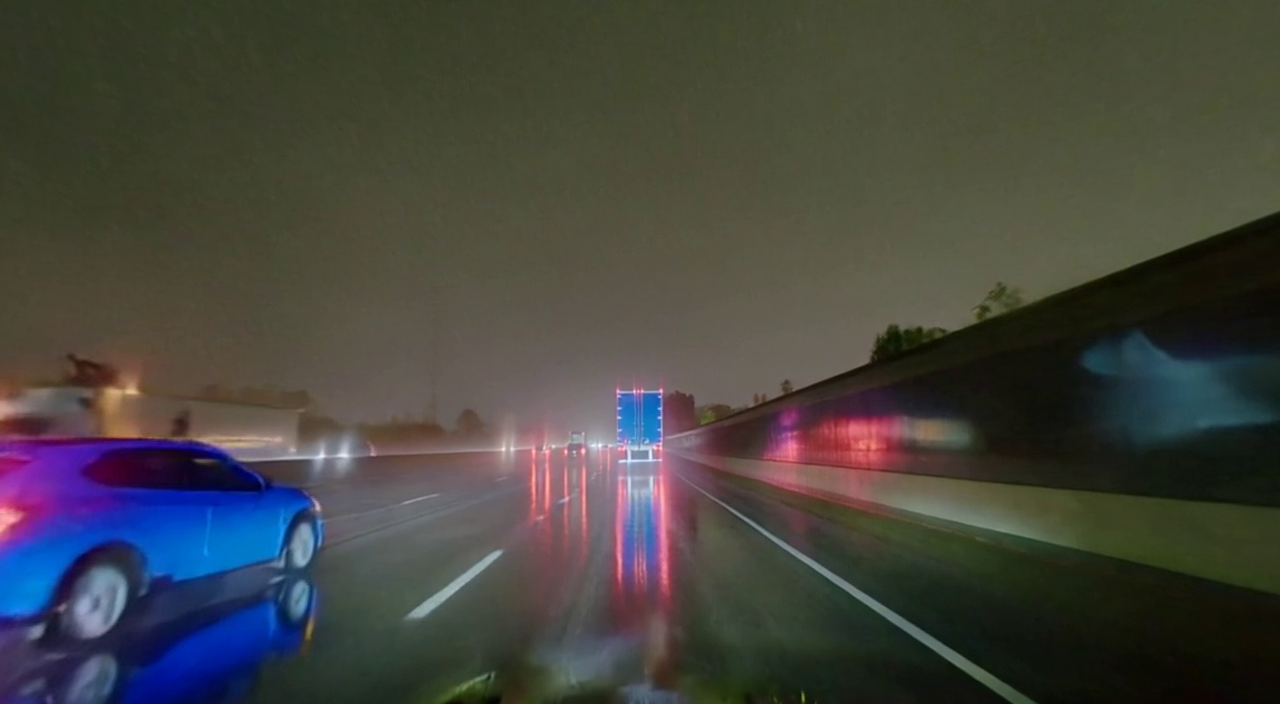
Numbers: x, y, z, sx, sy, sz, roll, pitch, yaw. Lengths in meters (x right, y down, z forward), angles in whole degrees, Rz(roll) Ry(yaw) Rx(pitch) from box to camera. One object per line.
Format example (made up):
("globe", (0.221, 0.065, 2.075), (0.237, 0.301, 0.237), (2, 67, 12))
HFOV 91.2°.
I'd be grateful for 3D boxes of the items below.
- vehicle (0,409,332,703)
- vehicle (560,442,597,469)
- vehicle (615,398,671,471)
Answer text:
("vehicle", (-4.226, 1.284, 4.672), (1.895, 1.500, 3.808), (0, -9, 0))
("vehicle", (-3.889, 6.606, 40.094), (2.006, 1.572, 4.082), (0, -9, -1))
("vehicle", (0.116, 5.513, 40.916), (3.123, 4.094, 10.812), (0, -9, 0))
